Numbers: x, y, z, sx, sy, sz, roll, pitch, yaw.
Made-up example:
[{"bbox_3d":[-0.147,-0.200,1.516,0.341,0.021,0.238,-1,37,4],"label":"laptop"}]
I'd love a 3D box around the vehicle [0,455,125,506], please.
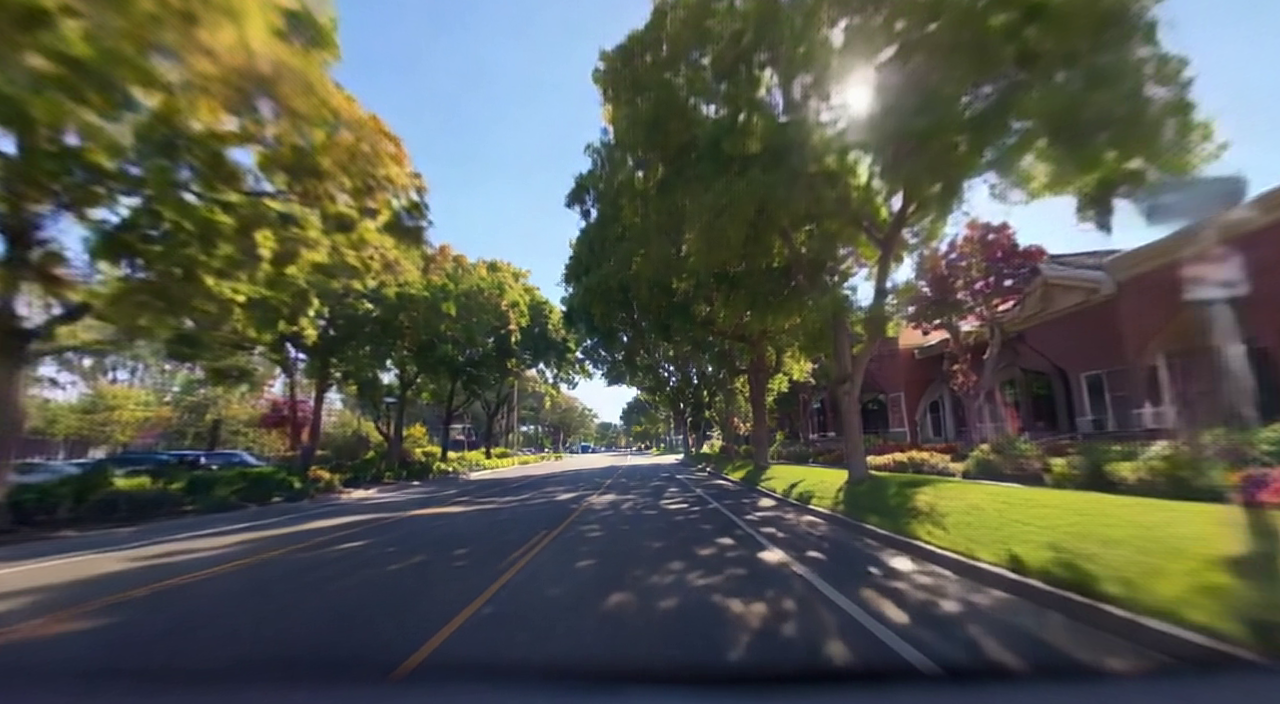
[{"bbox_3d":[-19.098,3.974,19.644,4.216,1.455,2.035,0,-9,-1],"label":"vehicle"}]

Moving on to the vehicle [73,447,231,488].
[{"bbox_3d":[-19.365,4.596,25.199,4.606,1.544,1.965,0,-9,-1],"label":"vehicle"}]
